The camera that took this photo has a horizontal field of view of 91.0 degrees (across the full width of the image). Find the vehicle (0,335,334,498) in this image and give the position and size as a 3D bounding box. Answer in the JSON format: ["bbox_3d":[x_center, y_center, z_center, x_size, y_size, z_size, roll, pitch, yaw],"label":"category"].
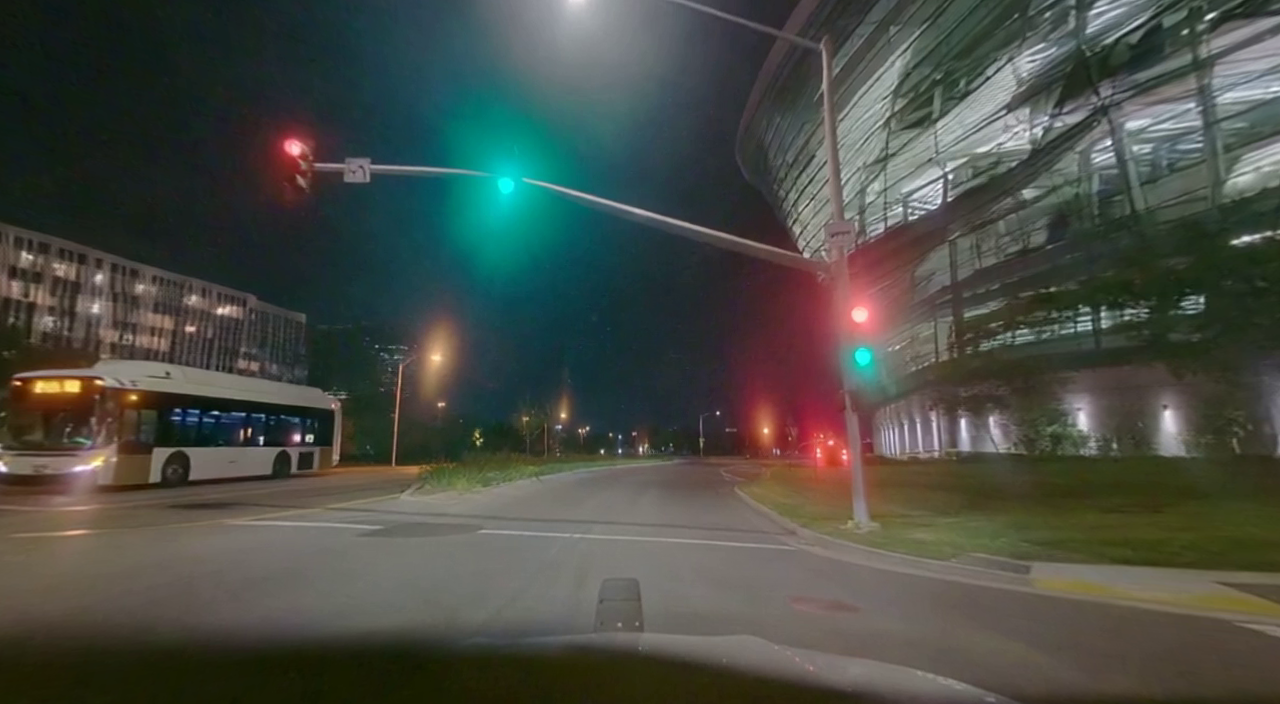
[{"bbox_3d":[-14.985,2.429,21.384,3.014,4.047,11.442,0,-9,2],"label":"vehicle"}]
